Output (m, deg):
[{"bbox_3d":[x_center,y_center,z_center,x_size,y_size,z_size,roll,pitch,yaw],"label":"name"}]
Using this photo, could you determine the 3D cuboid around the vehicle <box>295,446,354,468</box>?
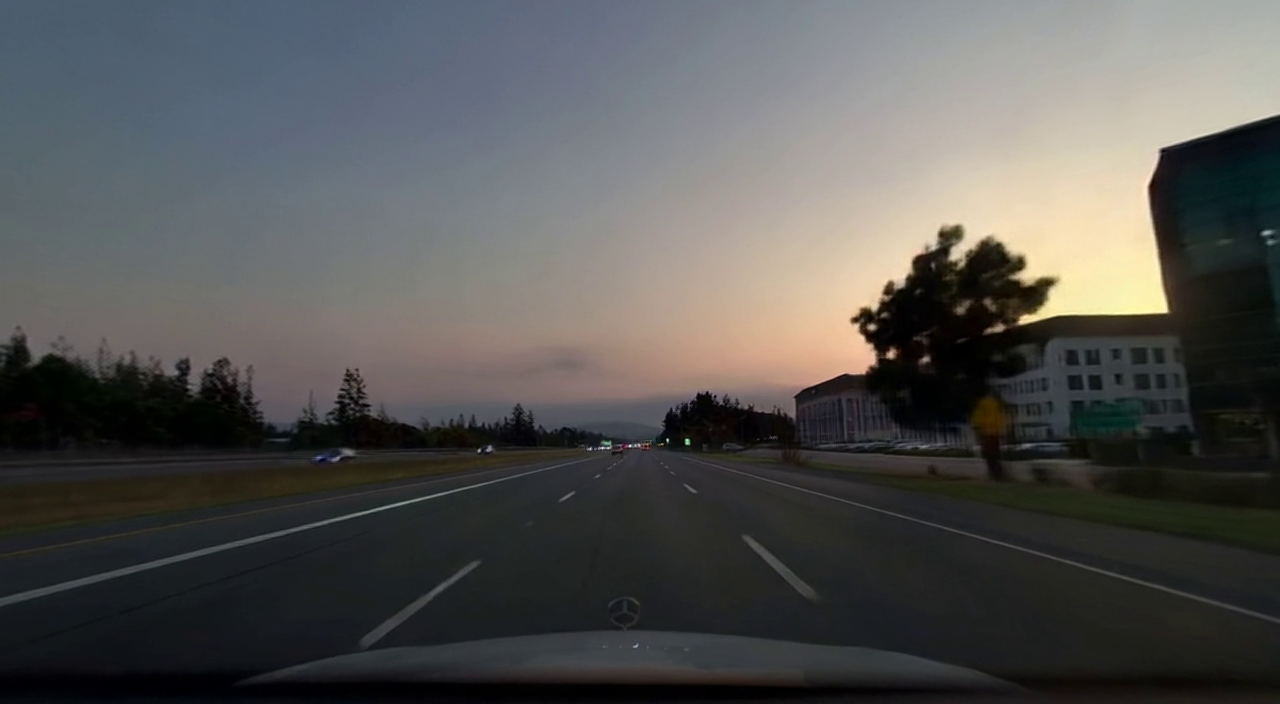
[{"bbox_3d":[-23.946,7.973,47.981,1.969,1.530,4.700,0,-9,1],"label":"vehicle"}]
